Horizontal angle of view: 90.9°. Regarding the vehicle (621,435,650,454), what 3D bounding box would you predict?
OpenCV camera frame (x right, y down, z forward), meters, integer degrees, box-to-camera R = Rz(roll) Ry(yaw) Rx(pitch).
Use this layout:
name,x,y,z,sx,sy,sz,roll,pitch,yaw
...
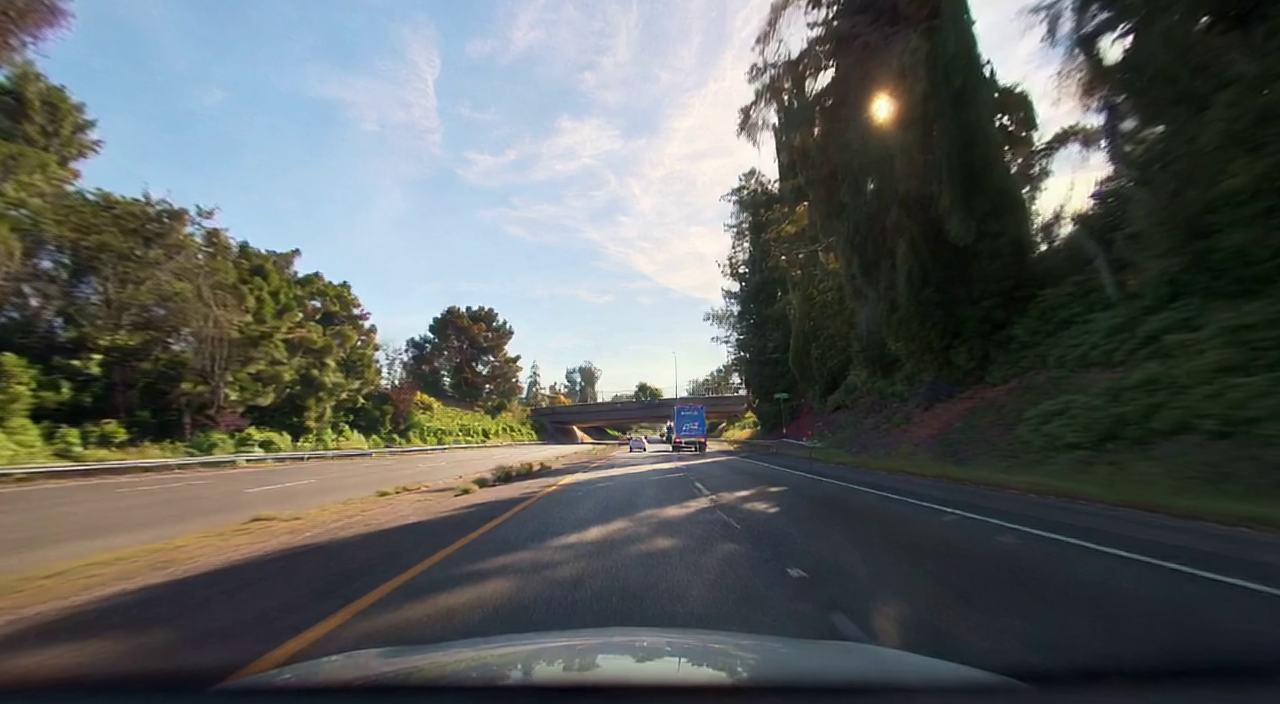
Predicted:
name,x,y,z,sx,sy,sz,roll,pitch,yaw
vehicle,-0.327,6.829,46.807,1.996,1.325,4.029,0,-8,0

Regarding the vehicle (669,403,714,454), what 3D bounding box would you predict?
name,x,y,z,sx,sy,sz,roll,pitch,yaw
vehicle,3.584,5.490,44.886,2.913,3.491,2.811,0,-8,-1
